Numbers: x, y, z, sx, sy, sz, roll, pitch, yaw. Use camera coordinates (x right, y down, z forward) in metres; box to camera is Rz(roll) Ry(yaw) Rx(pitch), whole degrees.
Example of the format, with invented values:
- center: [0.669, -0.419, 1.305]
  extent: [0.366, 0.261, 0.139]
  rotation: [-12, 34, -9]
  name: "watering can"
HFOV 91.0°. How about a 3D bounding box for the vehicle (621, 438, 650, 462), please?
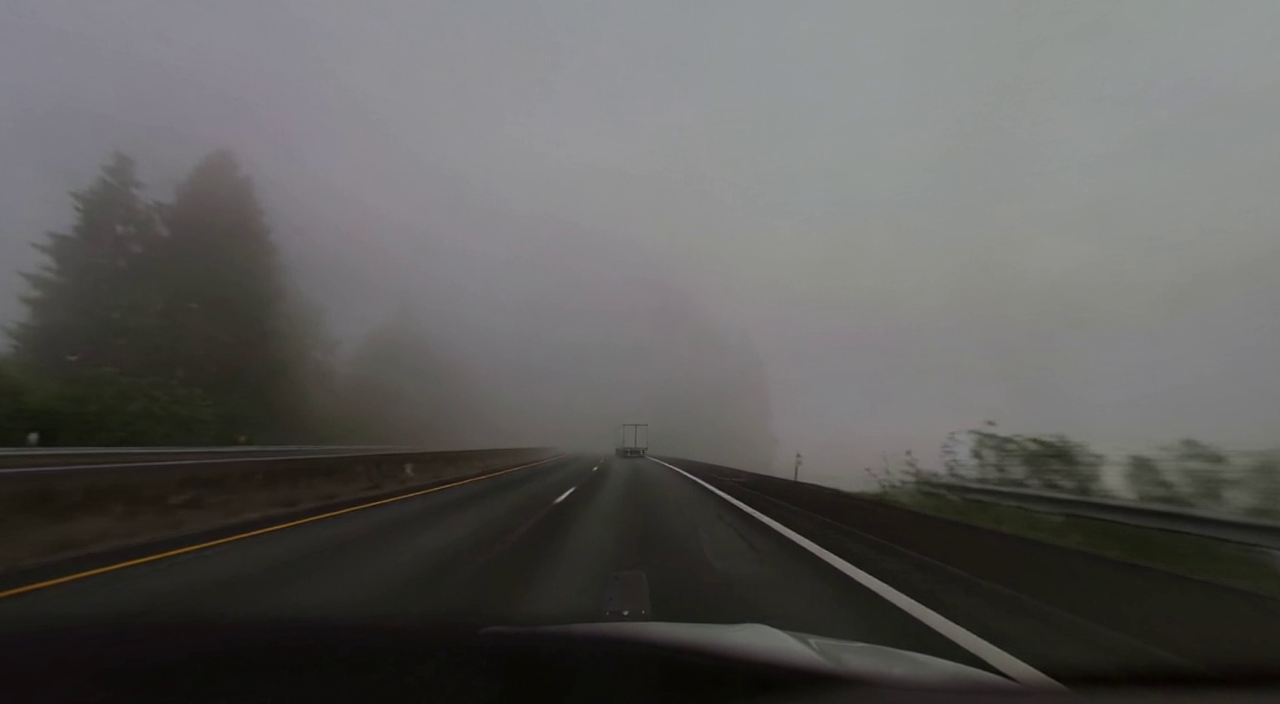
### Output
- center: [-0.415, 7.611, 49.089]
  extent: [2.079, 1.729, 4.380]
  rotation: [0, -8, -3]
  name: "vehicle"
